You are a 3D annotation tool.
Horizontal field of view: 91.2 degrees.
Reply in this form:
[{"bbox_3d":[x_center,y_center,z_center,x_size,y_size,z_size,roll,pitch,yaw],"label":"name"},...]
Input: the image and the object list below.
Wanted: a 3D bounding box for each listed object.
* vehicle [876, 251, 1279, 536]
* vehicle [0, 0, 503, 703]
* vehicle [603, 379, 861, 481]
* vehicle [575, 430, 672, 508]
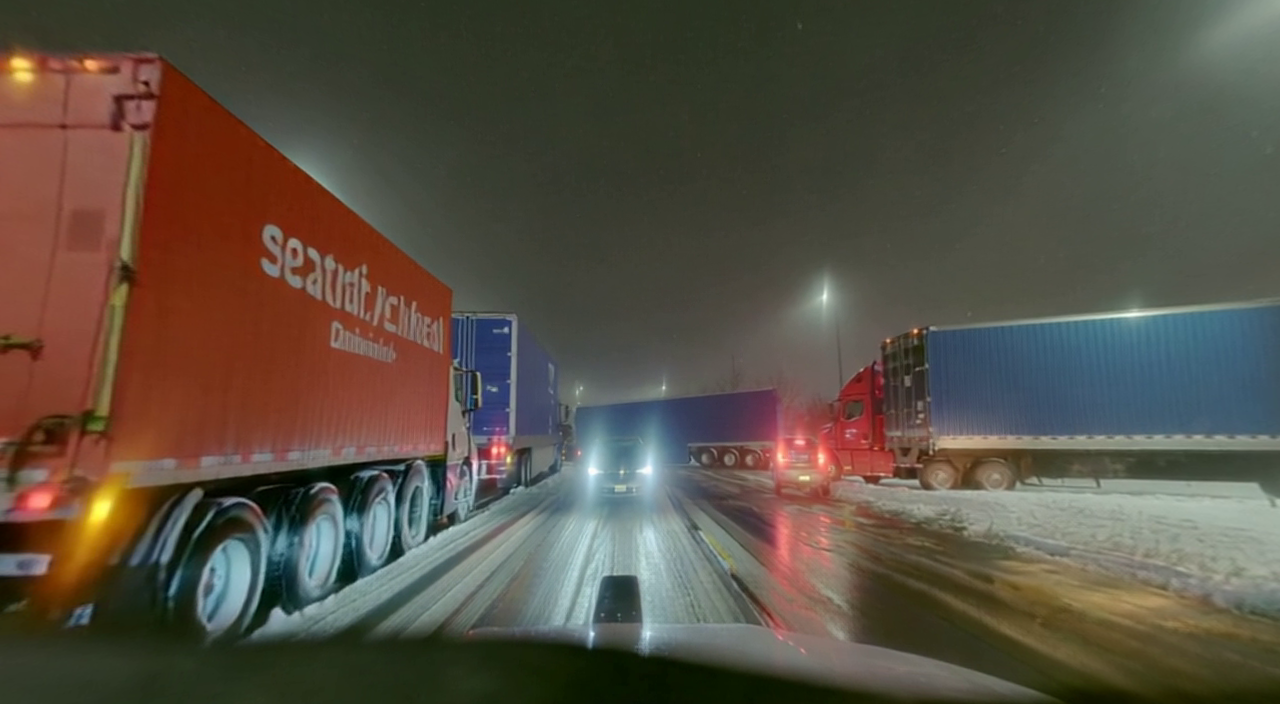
[{"bbox_3d":[11.120,0.641,9.699,13.564,4.152,3.110,-9,-12,42],"label":"vehicle"},{"bbox_3d":[-3.986,0.801,7.032,2.986,3.391,9.523,0,-9,-2],"label":"vehicle"},{"bbox_3d":[3.722,3.995,32.029,2.877,4.124,14.516,3,-8,-40],"label":"vehicle"},{"bbox_3d":[-0.392,2.895,15.850,2.140,1.682,3.971,0,-9,-1],"label":"vehicle"}]
